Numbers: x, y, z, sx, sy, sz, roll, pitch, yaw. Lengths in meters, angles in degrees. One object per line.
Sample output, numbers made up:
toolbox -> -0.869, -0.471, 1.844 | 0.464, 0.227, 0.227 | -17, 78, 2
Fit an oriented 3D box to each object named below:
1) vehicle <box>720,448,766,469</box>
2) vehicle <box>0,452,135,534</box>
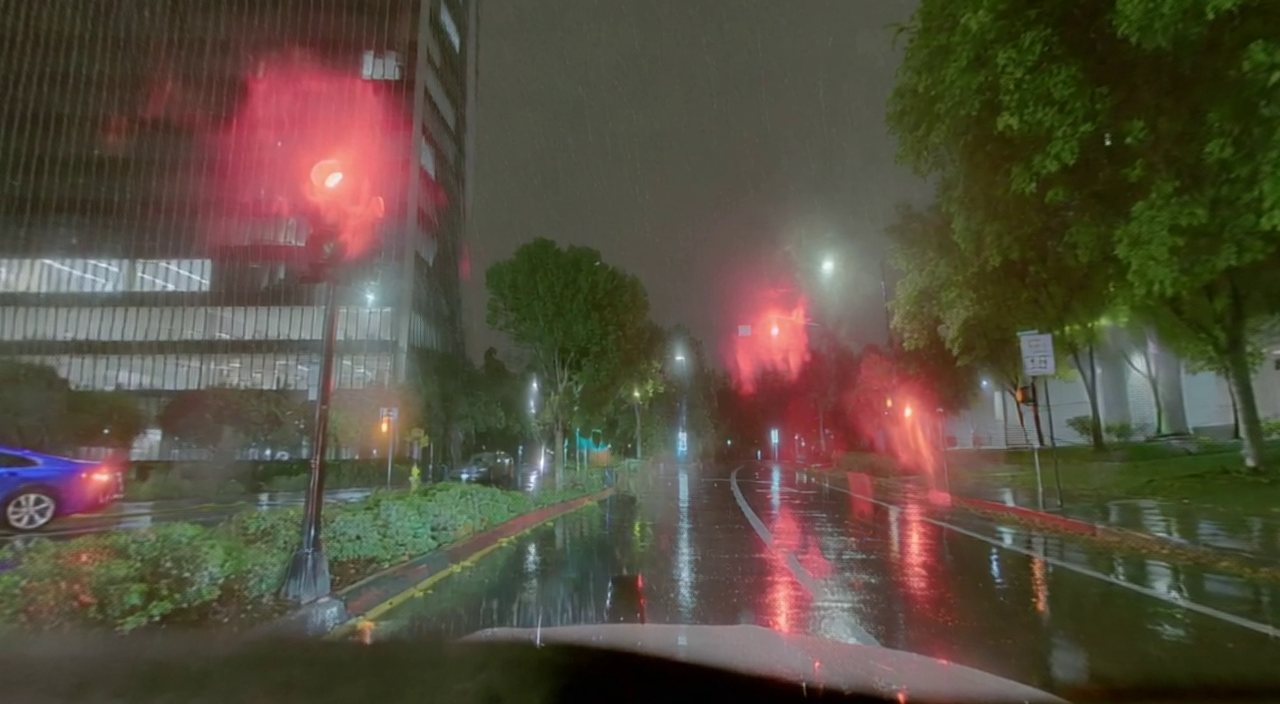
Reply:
vehicle -> 7.857, 8.129, 48.414 | 1.829, 1.440, 4.384 | 2, -9, -14
vehicle -> -12.860, 2.715, 12.270 | 4.598, 1.490, 1.816 | 7, -11, -40
